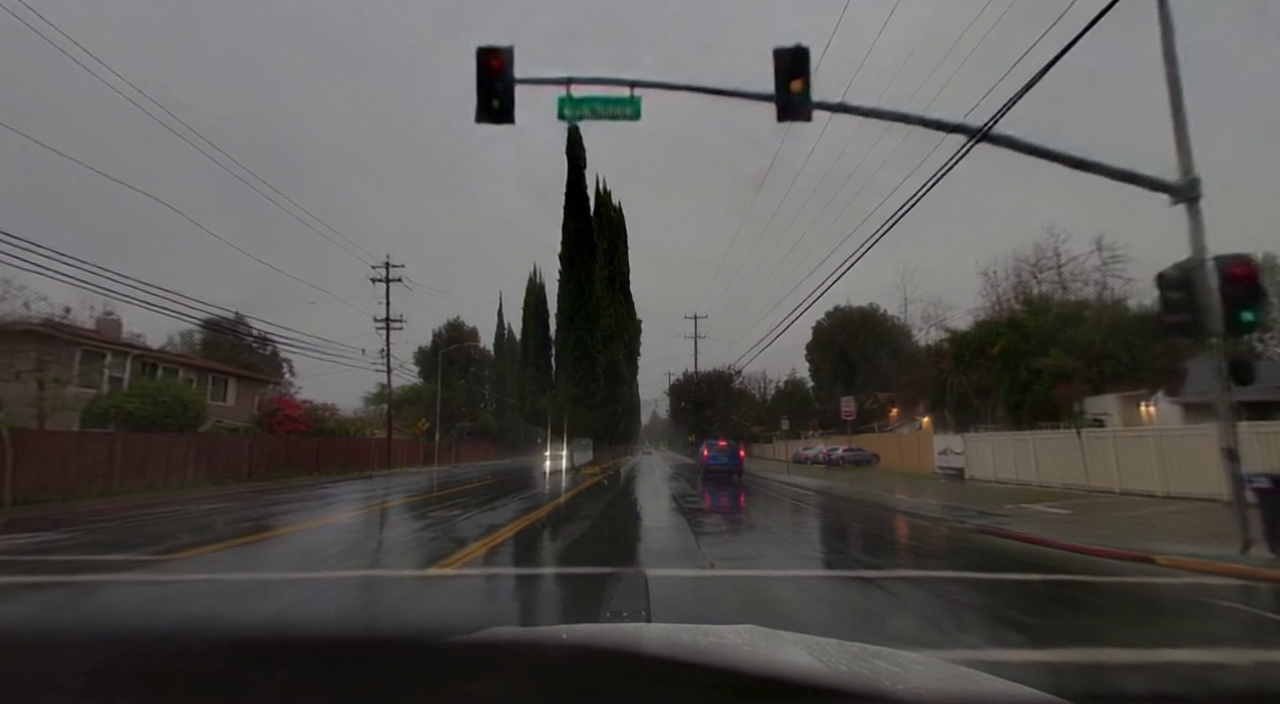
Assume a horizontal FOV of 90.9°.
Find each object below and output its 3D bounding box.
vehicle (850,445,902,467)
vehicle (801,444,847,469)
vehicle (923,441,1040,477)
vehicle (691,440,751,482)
[{"bbox_3d":[16.185,7.146,43.532,1.747,1.405,4.372,0,-9,-2],"label":"vehicle"},{"bbox_3d":[12.469,7.106,43.024,1.970,1.561,4.725,-1,-9,3],"label":"vehicle"},{"bbox_3d":[15.411,4.826,28.616,4.135,1.558,1.929,0,-8,2],"label":"vehicle"},{"bbox_3d":[3.762,5.174,30.186,2.144,1.843,4.827,0,-9,-1],"label":"vehicle"}]
